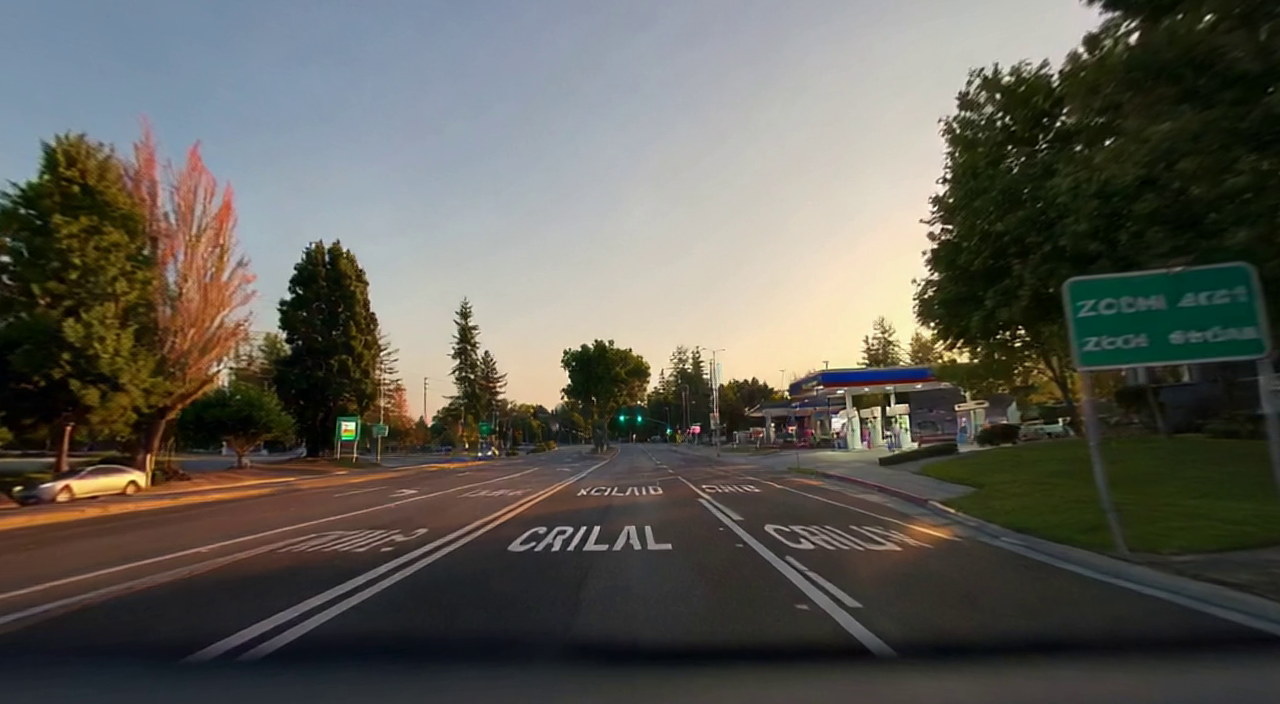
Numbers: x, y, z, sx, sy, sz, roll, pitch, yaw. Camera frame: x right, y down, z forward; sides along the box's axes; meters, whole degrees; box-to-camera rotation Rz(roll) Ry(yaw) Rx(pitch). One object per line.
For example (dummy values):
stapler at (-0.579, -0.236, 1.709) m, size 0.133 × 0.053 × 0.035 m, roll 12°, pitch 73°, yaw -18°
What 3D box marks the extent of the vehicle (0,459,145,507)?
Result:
vehicle at (-21.356, 4.741, 23.260) m, size 1.989 × 1.454 × 4.569 m, roll -2°, pitch -9°, yaw 13°
